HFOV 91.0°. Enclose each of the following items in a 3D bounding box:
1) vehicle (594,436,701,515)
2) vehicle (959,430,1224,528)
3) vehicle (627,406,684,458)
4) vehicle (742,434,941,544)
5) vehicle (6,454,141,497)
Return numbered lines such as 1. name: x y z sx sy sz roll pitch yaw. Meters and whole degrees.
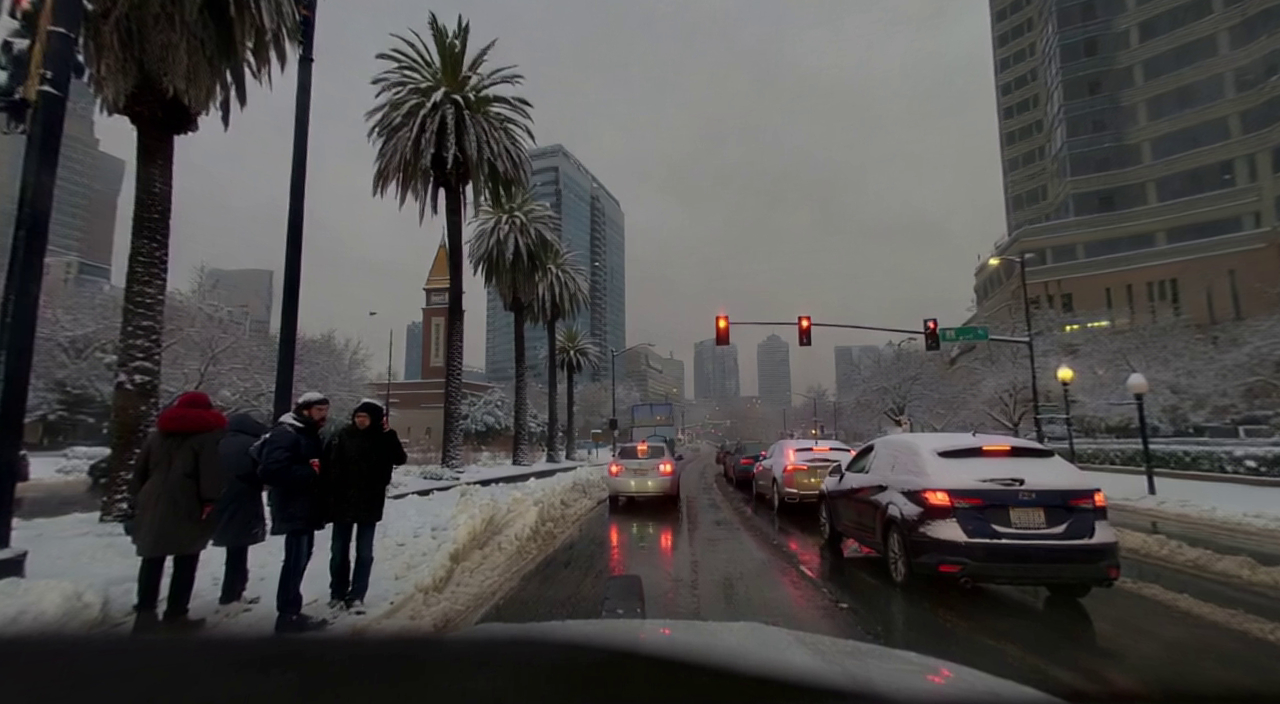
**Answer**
1. vehicle: 0.169 2.655 13.952 2.048 1.503 3.681 0 -9 1
2. vehicle: 8.182 2.318 12.049 1.859 1.508 4.259 0 -9 -1
3. vehicle: 0.817 3.750 28.920 2.230 2.158 5.498 -1 -9 5
4. vehicle: 3.108 2.206 10.841 1.913 1.469 4.425 0 -9 -1
5. vehicle: -26.705 5.779 29.951 2.105 1.793 4.812 0 -9 -4
